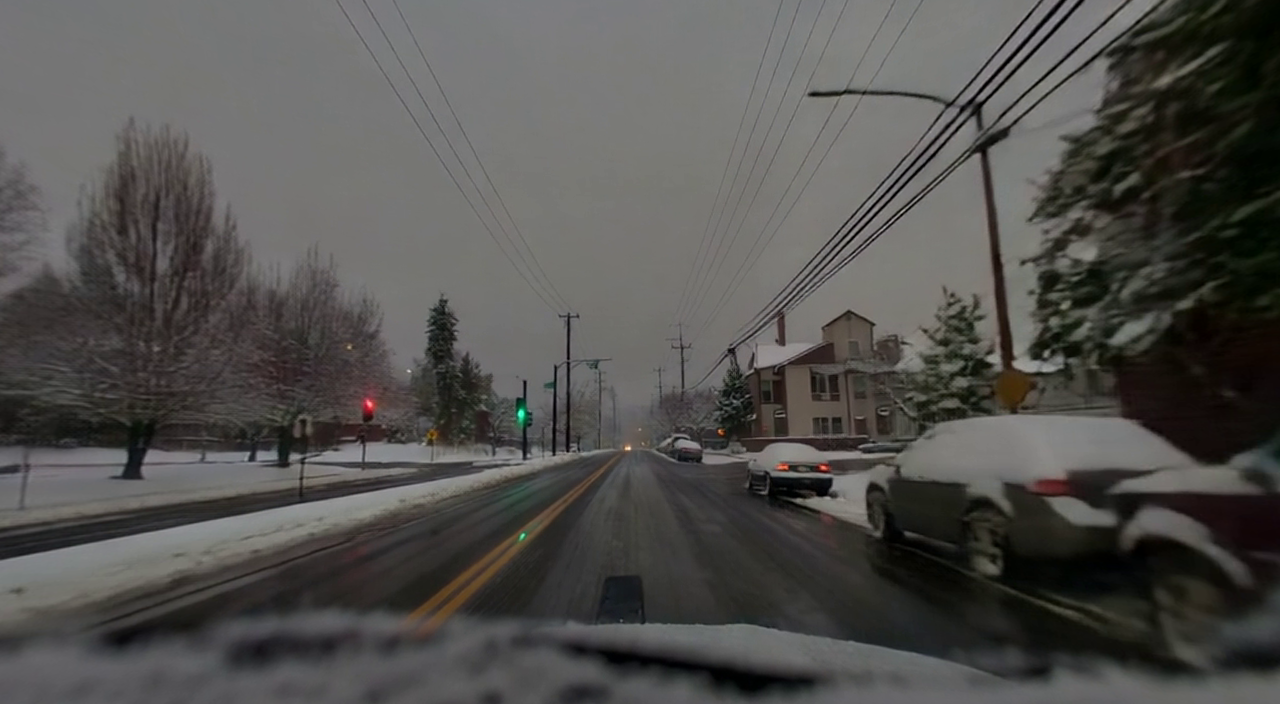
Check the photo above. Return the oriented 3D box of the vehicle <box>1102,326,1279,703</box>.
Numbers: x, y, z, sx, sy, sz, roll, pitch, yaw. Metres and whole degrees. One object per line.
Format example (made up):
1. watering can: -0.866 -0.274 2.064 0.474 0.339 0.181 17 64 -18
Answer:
1. vehicle: 4.088 0.589 1.467 2.062 1.880 5.178 0 -9 0

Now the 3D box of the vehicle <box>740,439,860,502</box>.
1. vehicle: 4.041 3.072 16.855 1.994 1.422 4.595 0 -9 0

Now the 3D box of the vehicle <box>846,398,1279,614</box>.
1. vehicle: 4.057 1.500 7.073 1.898 1.625 4.414 0 -9 -1

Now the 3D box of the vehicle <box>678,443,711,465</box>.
1. vehicle: 3.789 7.194 44.830 1.785 1.441 4.458 0 -9 -2
